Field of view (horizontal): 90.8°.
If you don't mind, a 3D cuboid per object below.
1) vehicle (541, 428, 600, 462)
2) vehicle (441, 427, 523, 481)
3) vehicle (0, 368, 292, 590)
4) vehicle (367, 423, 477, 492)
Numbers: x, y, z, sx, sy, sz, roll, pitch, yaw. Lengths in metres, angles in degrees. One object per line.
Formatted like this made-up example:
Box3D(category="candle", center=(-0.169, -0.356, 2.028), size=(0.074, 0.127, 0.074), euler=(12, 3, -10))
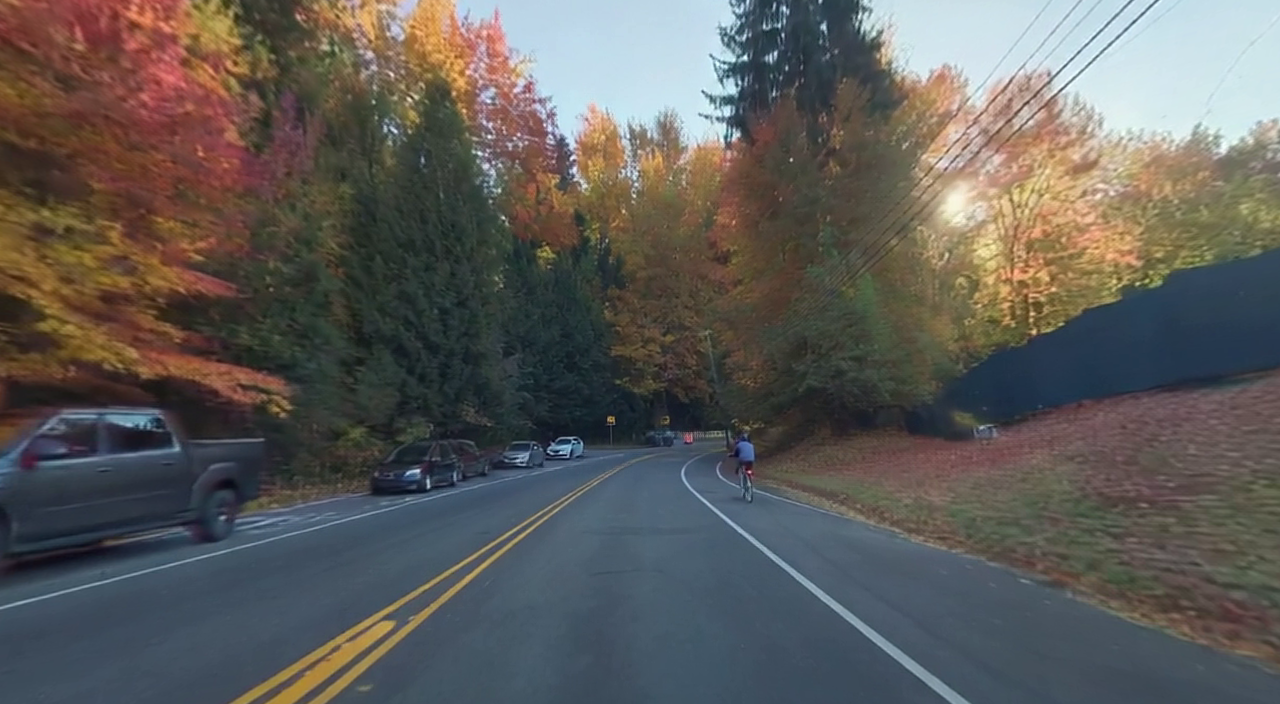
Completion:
Box3D(category="vehicle", center=(-5.261, 7.197, 48.738), size=(3.139, 2.119, 5.889), euler=(-6, -9, 6))
Box3D(category="vehicle", center=(-6.691, 4.393, 27.314), size=(2.008, 1.910, 4.809), euler=(-6, -9, 2))
Box3D(category="vehicle", center=(-7.144, 1.529, 7.806), size=(2.312, 2.075, 5.748), euler=(-3, -9, 2))
Box3D(category="vehicle", center=(-7.157, 3.528, 21.304), size=(1.955, 1.908, 4.680), euler=(-5, -9, 1))
